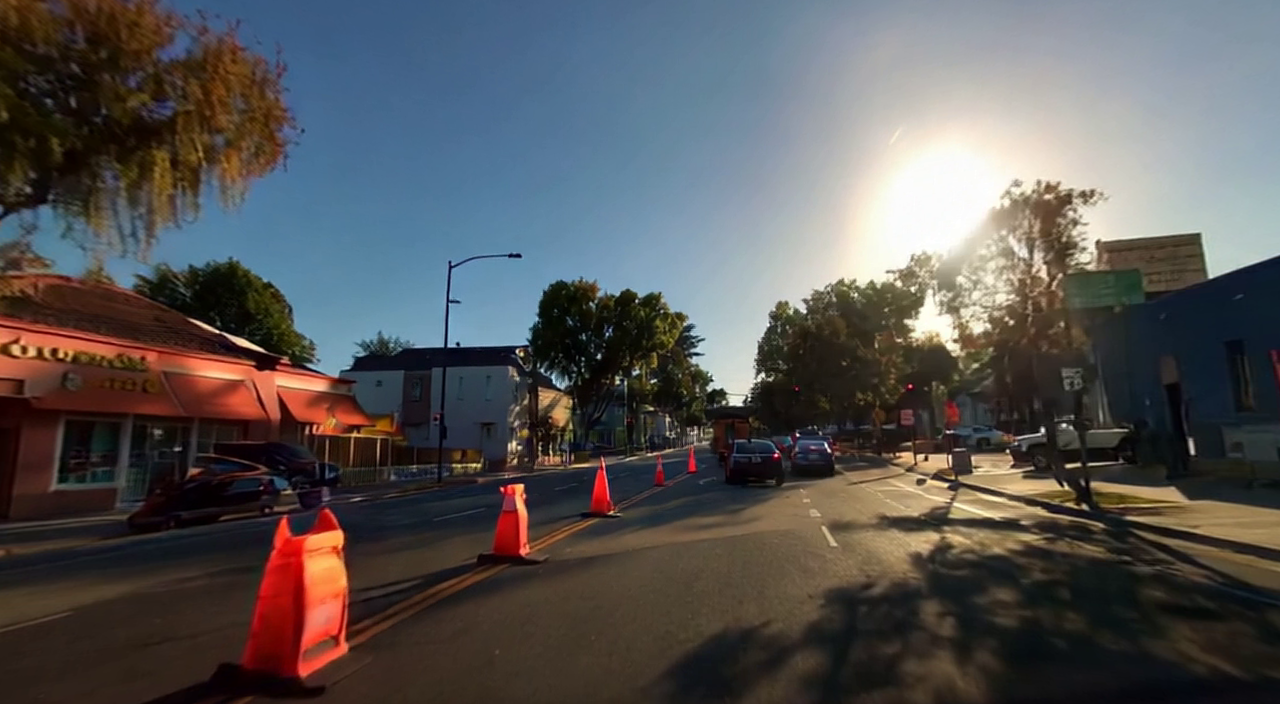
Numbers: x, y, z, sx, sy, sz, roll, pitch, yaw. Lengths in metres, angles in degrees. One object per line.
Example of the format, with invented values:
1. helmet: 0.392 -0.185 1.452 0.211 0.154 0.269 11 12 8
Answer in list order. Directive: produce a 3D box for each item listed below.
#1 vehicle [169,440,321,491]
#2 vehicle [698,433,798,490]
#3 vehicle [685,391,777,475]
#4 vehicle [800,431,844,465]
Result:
1. vehicle: -14.163 4.044 22.762 4.397 1.698 1.932 -2 -9 11
2. vehicle: 3.088 3.246 19.053 2.159 1.506 4.086 0 -8 -2
3. vehicle: 4.910 4.120 31.284 2.977 3.271 12.748 -2 -9 15
4. vehicle: 11.074 5.794 38.282 2.110 1.942 4.376 -3 -9 21
